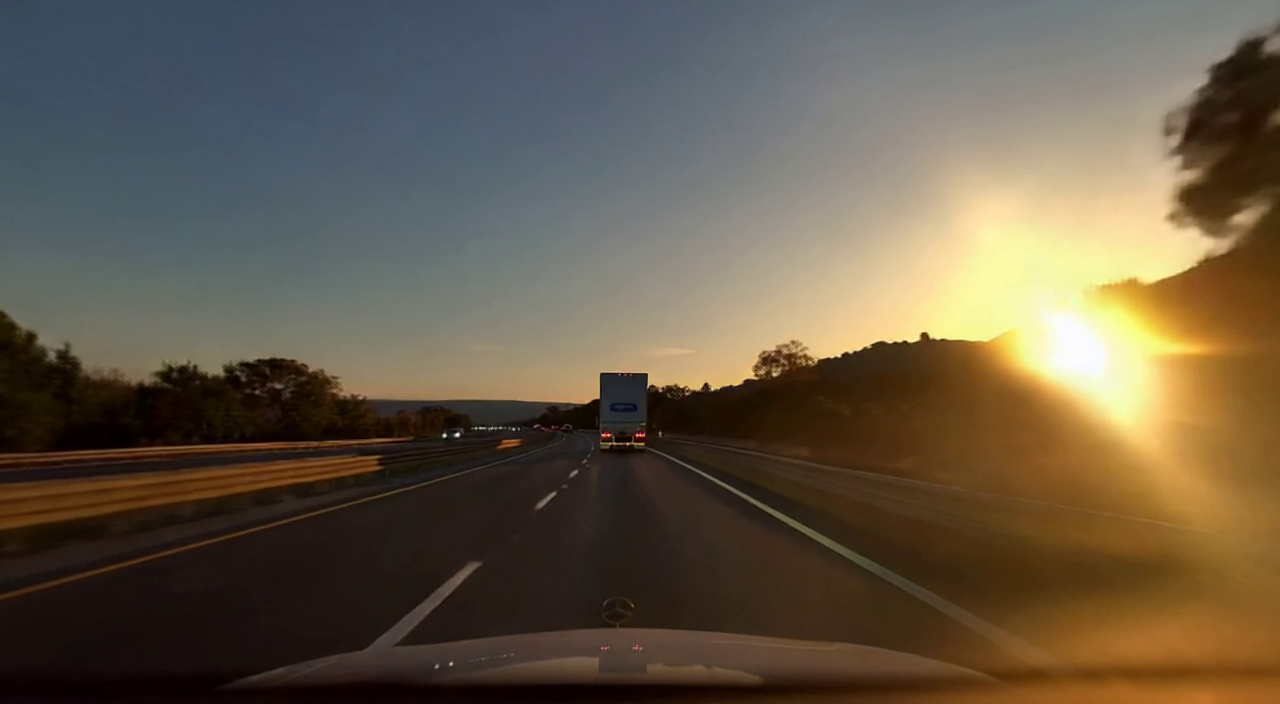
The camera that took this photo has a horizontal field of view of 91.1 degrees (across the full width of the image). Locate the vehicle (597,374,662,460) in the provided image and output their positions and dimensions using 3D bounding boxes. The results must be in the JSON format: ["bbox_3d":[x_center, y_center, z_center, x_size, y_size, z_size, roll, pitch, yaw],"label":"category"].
[{"bbox_3d":[-0.714,3.726,34.589,3.023,3.965,10.402,0,-8,-3],"label":"vehicle"}]
